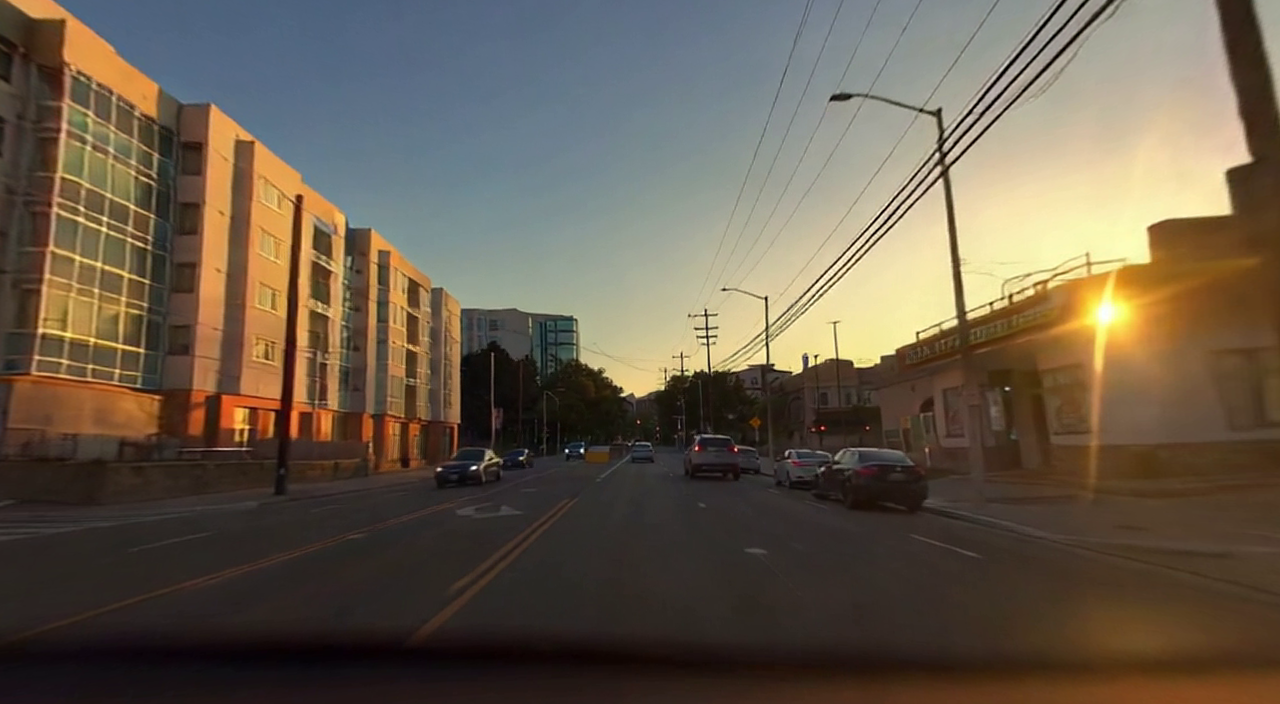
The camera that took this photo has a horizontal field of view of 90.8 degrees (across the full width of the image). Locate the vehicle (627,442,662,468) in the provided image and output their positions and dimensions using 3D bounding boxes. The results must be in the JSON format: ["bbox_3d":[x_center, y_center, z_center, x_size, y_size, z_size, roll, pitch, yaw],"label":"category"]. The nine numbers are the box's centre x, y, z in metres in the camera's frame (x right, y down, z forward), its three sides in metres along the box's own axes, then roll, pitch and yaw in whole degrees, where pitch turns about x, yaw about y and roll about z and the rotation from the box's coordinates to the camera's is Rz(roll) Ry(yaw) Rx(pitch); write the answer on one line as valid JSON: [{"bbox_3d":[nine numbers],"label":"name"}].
[{"bbox_3d":[0.310,6.293,38.708,1.999,1.487,3.939,0,-8,1],"label":"vehicle"}]

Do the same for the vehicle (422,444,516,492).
[{"bbox_3d":[-5.832,3.974,22.155,2.033,1.495,4.216,0,-8,1],"label":"vehicle"}]

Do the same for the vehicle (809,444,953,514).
[{"bbox_3d":[5.886,3.112,16.109,1.914,1.513,4.474,0,-8,1],"label":"vehicle"}]

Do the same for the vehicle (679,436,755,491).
[{"bbox_3d":[2.491,3.728,21.534,1.945,1.647,4.160,0,-8,-2],"label":"vehicle"}]
